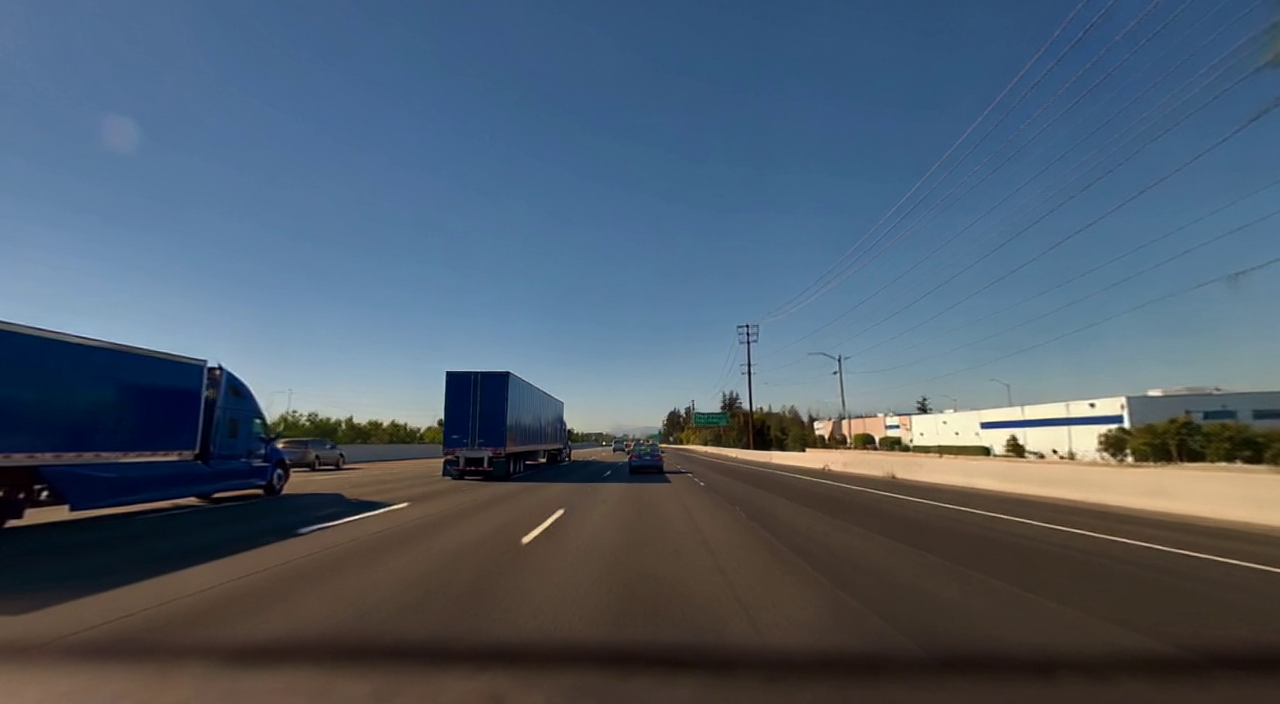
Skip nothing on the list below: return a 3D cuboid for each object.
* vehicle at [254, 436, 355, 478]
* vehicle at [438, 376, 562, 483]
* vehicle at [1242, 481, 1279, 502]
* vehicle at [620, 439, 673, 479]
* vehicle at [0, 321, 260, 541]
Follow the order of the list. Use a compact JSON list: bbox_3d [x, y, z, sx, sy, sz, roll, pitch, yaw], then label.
[{"bbox_3d":[-14.679,4.630,27.954,1.938,1.679,4.469,0,-8,1],"label":"vehicle"},{"bbox_3d":[-6.319,4.092,31.952,2.907,4.081,15.311,0,-8,0],"label":"vehicle"},{"bbox_3d":[49.930,10.882,49.324,3.977,1.471,1.890,1,-9,-9],"label":"vehicle"},{"bbox_3d":[0.265,4.483,26.602,2.055,1.514,4.323,0,-8,0],"label":"vehicle"},{"bbox_3d":[-10.689,1.326,10.302,2.896,3.140,9.491,0,-8,1],"label":"vehicle"}]
